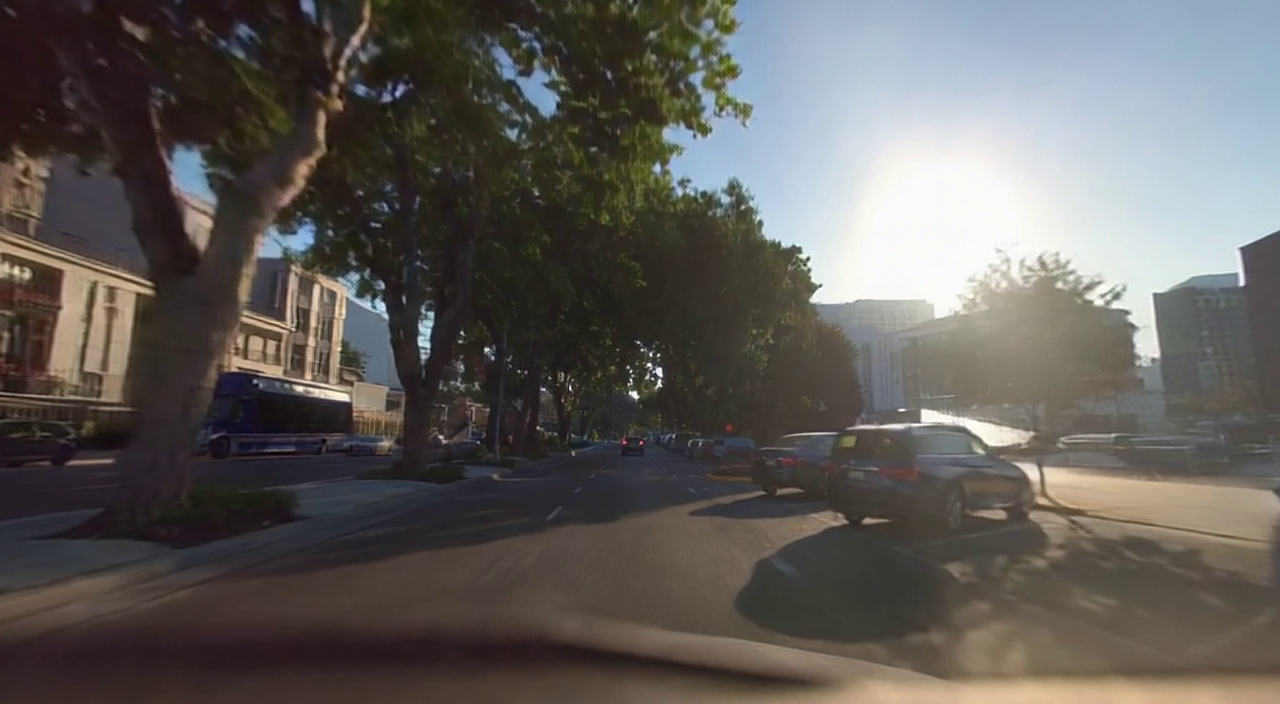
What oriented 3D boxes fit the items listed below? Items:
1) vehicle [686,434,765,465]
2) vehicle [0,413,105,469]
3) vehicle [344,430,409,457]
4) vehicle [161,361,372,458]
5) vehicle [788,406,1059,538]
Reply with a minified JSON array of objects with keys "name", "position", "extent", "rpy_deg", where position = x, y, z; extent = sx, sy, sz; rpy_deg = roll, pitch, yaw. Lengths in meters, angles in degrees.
[{"name":"vehicle","position":[4.488,5.063,32.782],"extent":[3.896,1.488,1.868],"rpy_deg":[6,-10,-37]},{"name":"vehicle","position":[-18.648,2.632,18.507],"extent":[1.909,1.518,4.459],"rpy_deg":[-1,-8,0]},{"name":"vehicle","position":[-15.741,5.513,37.920],"extent":[1.909,1.465,4.758],"rpy_deg":[0,-8,-1]},{"name":"vehicle","position":[-18.985,3.433,34.058],"extent":[3.054,4.140,14.110],"rpy_deg":[-1,-8,-1]},{"name":"vehicle","position":[4.712,1.812,10.208],"extent":[4.585,1.660,1.969],"rpy_deg":[6,-10,-37]}]
